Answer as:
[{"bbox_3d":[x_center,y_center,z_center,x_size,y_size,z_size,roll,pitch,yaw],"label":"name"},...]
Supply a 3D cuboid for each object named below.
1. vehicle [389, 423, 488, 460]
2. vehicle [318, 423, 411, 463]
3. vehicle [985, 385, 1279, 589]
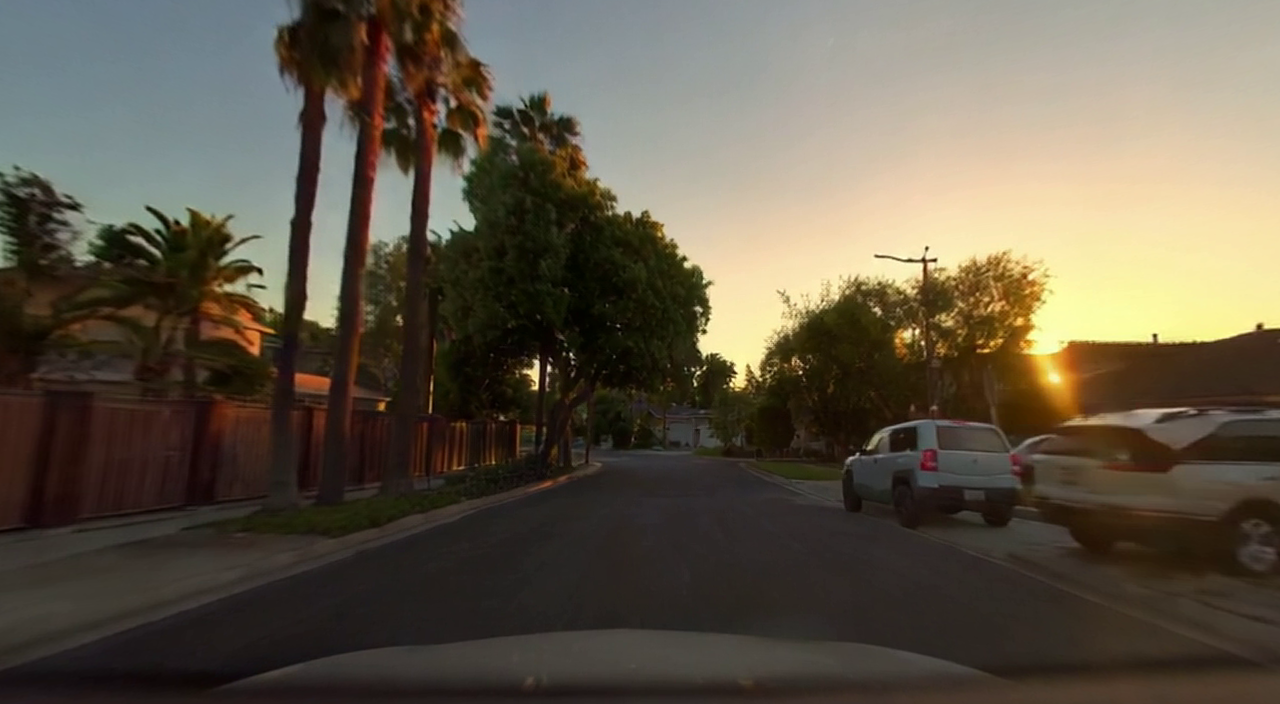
[{"bbox_3d":[-12.023,5.373,37.960,5.127,1.796,2.045,3,-7,3],"label":"vehicle"},{"bbox_3d":[-13.117,4.338,30.417,1.869,1.646,4.357,3,-7,9],"label":"vehicle"},{"bbox_3d":[7.964,1.632,8.271,5.843,2.097,2.233,2,-8,-11],"label":"vehicle"}]
